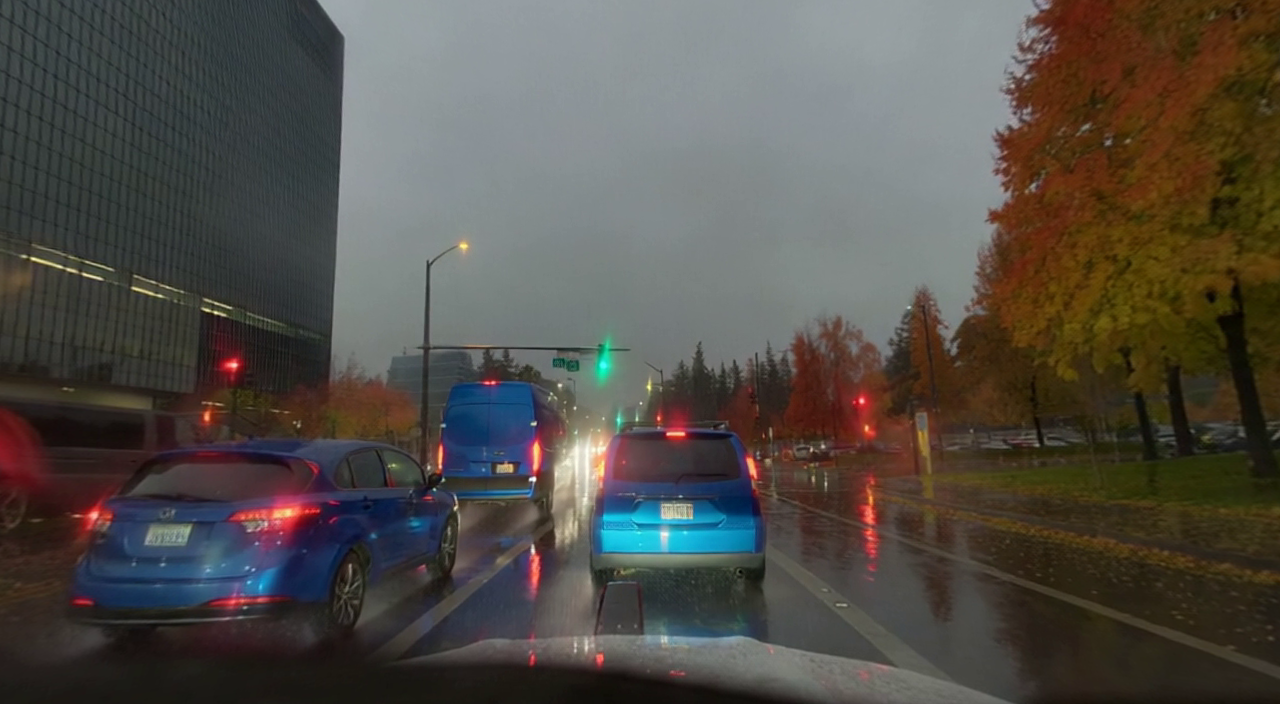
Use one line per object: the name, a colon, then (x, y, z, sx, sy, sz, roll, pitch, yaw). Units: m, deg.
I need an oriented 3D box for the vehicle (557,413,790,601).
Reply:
vehicle: (0.202, 1.597, 7.216, 1.979, 1.562, 3.630, 0, -9, -3)

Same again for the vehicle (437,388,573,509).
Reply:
vehicle: (-3.251, 2.546, 16.603, 2.343, 2.635, 5.684, 0, -9, 0)

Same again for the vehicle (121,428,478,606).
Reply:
vehicle: (-3.485, 1.756, 7.569, 1.955, 1.499, 4.223, 0, -9, 0)

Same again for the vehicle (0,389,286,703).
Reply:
vehicle: (-2.899, 0.814, 1.522, 1.893, 1.491, 3.798, 0, -9, -1)
